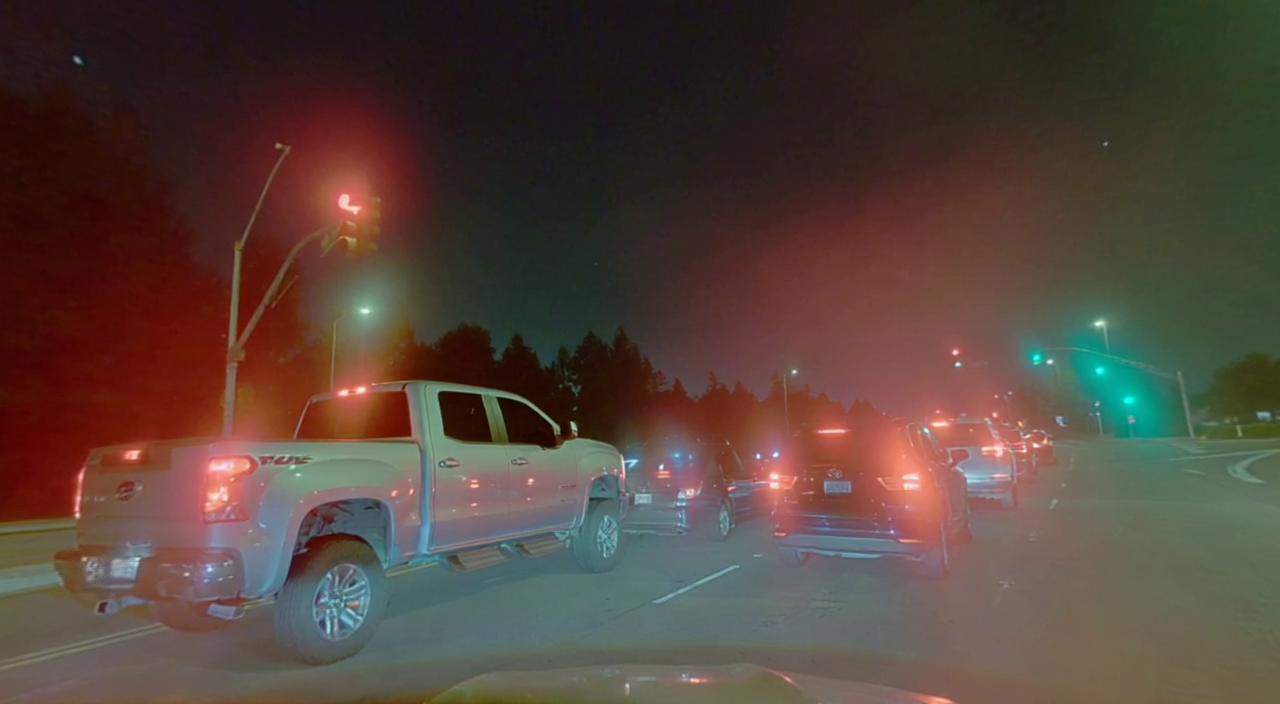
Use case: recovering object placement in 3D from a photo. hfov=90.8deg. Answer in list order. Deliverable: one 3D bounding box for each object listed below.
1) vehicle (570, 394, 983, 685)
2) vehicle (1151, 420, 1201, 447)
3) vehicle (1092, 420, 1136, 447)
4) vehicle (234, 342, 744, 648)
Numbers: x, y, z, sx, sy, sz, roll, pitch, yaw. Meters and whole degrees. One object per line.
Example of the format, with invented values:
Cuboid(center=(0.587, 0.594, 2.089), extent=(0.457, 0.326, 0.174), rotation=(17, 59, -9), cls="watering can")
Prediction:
Cuboid(center=(1.714, 1.381, 5.997), extent=(2.027, 1.549, 4.801), rotation=(-6, -10, 35), cls="vehicle")
Cuboid(center=(35.762, 5.481, 42.214), extent=(2.183, 1.714, 4.491), rotation=(-6, -11, 37), cls="vehicle")
Cuboid(center=(32.789, 5.679, 43.725), extent=(2.160, 1.790, 4.303), rotation=(-6, -10, 35), cls="vehicle")
Cuboid(center=(-0.878, 1.405, 7.463), extent=(2.272, 2.016, 6.146), rotation=(-5, -10, 28), cls="vehicle")
